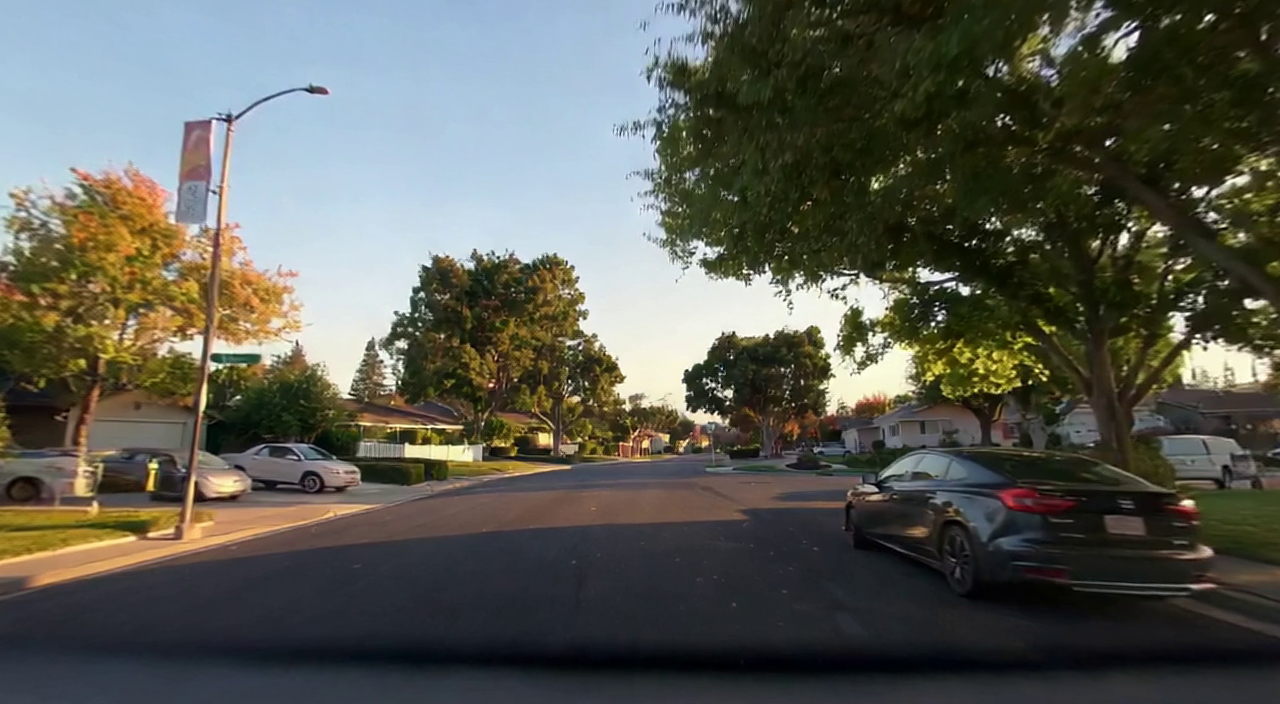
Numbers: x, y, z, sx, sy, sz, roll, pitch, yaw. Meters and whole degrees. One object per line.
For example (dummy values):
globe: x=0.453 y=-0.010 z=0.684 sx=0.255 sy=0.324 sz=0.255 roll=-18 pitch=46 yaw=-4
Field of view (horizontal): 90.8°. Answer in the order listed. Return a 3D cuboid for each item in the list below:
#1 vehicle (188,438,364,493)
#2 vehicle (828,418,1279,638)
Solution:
vehicle: x=-12.398 y=3.858 z=21.786 sx=4.790 sy=1.627 sz=2.112 roll=1 pitch=-5 yaw=0
vehicle: x=3.882 y=1.648 z=7.047 sx=2.034 sy=1.583 sz=4.707 roll=0 pitch=-9 yaw=-1
